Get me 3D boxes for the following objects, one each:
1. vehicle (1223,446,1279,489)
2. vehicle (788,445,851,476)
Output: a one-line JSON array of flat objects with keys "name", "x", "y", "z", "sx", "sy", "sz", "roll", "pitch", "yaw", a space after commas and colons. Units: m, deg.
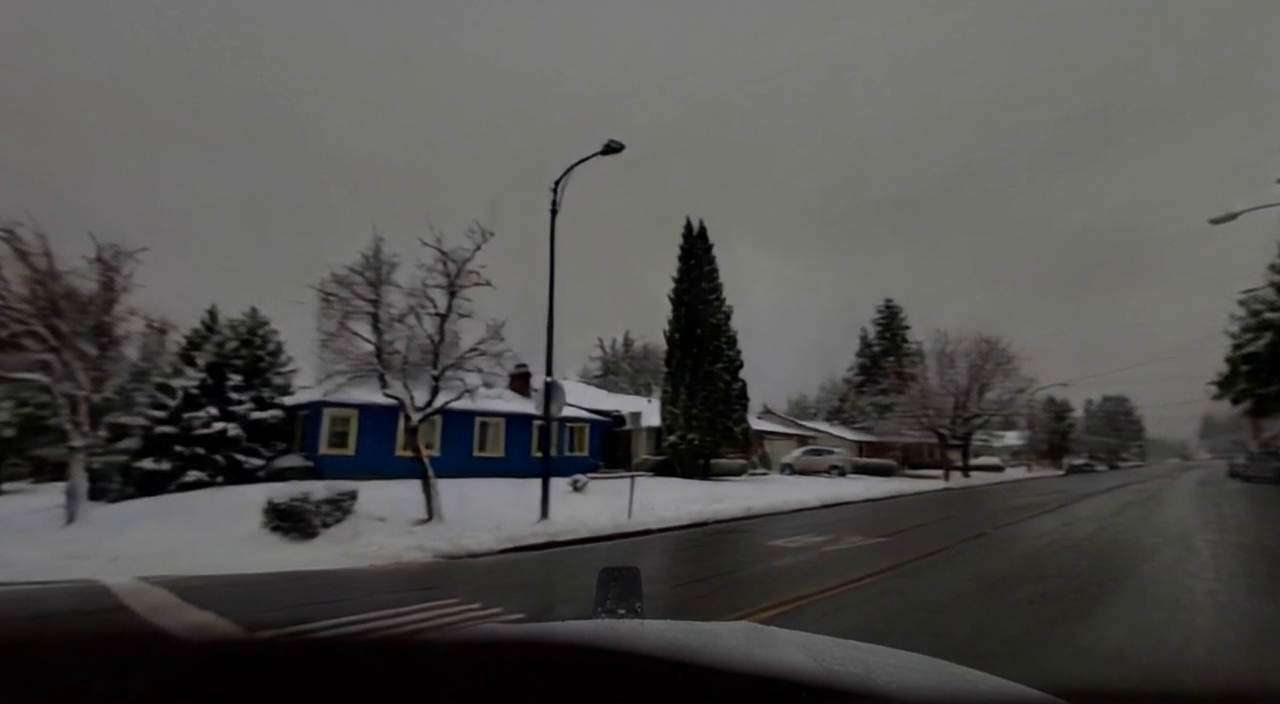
[{"name": "vehicle", "x": 29.304, "y": 5.351, "z": 29.718, "sx": 2.114, "sy": 1.858, "sz": 5.144, "roll": -7, "pitch": -11, "yaw": 37}, {"name": "vehicle", "x": 11.862, "y": 7.171, "z": 41.505, "sx": 2.034, "sy": 1.829, "sz": 5.161, "roll": -8, "pitch": -14, "yaw": 38}]
